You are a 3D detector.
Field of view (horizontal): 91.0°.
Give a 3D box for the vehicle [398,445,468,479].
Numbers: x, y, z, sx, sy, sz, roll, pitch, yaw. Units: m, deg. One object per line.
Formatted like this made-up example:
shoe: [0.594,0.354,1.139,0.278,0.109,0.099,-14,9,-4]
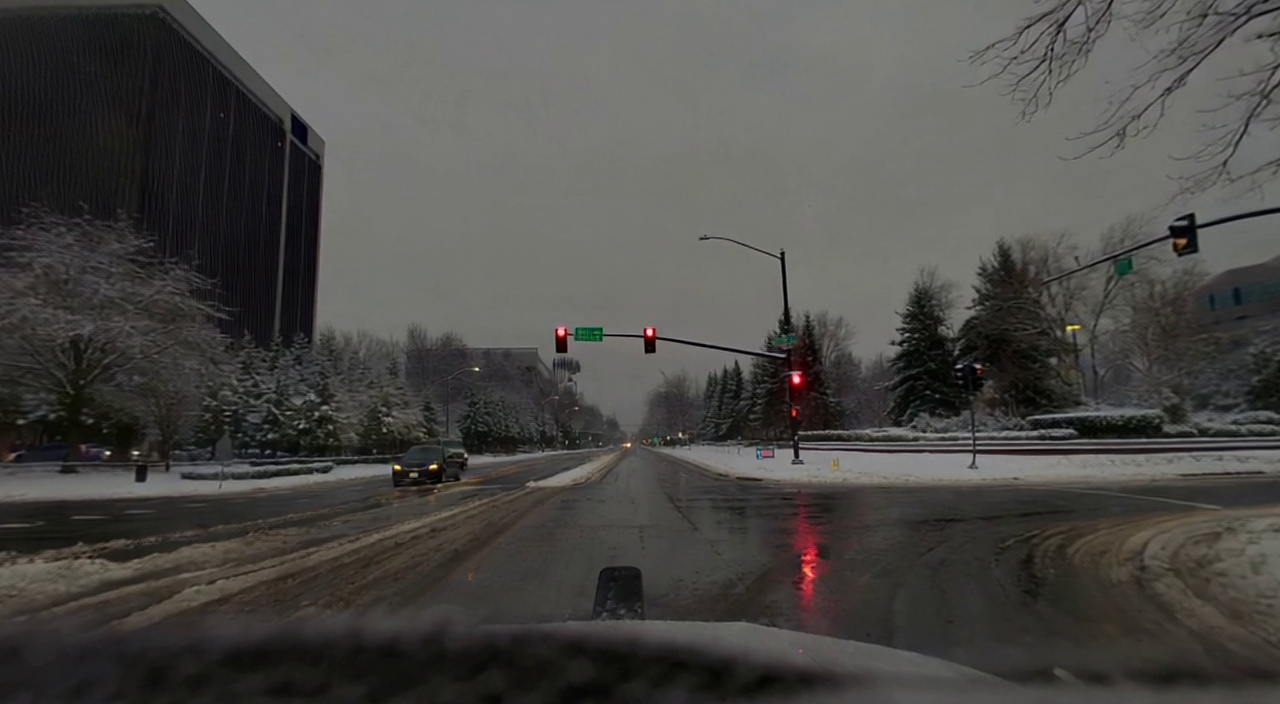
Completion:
vehicle: [-11.605,6.210,35.758,2.069,1.771,4.947,0,-9,3]
